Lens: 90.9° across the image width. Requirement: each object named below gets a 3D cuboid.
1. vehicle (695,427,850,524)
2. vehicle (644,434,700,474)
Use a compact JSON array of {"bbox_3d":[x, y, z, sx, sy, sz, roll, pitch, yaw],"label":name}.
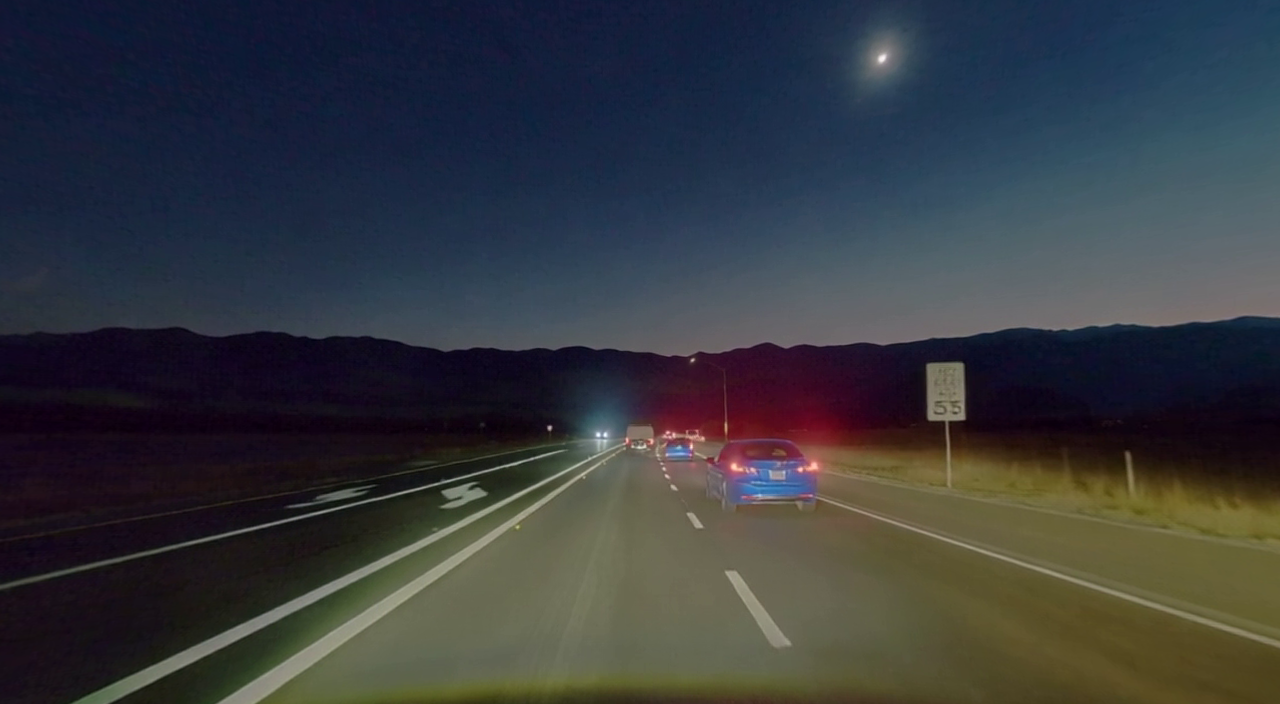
[{"bbox_3d":[2.313,2.280,12.186,2.007,1.534,3.976,0,-8,-2],"label":"vehicle"},{"bbox_3d":[1.258,4.312,26.907,2.026,1.531,4.273,0,-8,-2],"label":"vehicle"}]
